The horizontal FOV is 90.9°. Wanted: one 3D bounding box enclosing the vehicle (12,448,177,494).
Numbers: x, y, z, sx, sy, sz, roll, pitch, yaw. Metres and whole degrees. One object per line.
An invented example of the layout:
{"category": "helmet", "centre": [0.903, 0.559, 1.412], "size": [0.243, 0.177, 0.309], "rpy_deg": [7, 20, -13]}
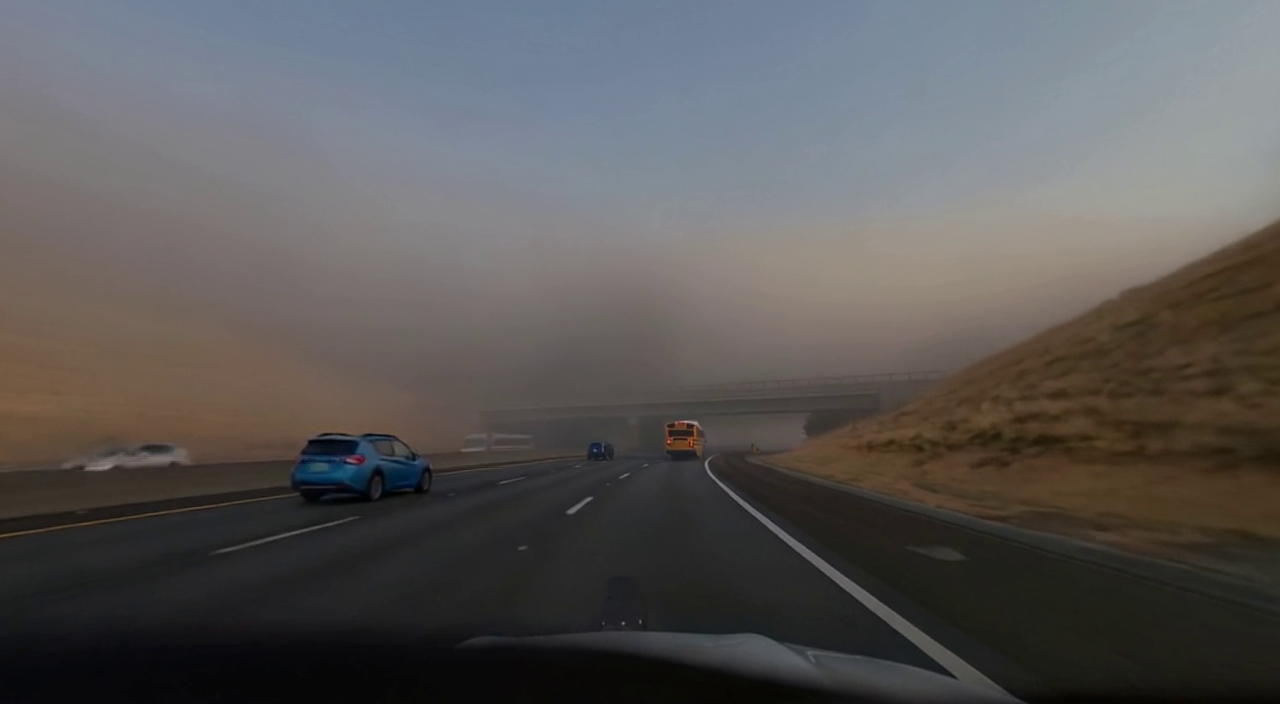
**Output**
{"category": "vehicle", "centre": [-19.809, 4.294, 23.237], "size": [1.885, 1.458, 4.506], "rpy_deg": [0, -8, 3]}

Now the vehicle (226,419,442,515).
{"category": "vehicle", "centre": [-6.206, 2.382, 13.603], "size": [2.172, 1.689, 4.625], "rpy_deg": [0, -8, 2]}
